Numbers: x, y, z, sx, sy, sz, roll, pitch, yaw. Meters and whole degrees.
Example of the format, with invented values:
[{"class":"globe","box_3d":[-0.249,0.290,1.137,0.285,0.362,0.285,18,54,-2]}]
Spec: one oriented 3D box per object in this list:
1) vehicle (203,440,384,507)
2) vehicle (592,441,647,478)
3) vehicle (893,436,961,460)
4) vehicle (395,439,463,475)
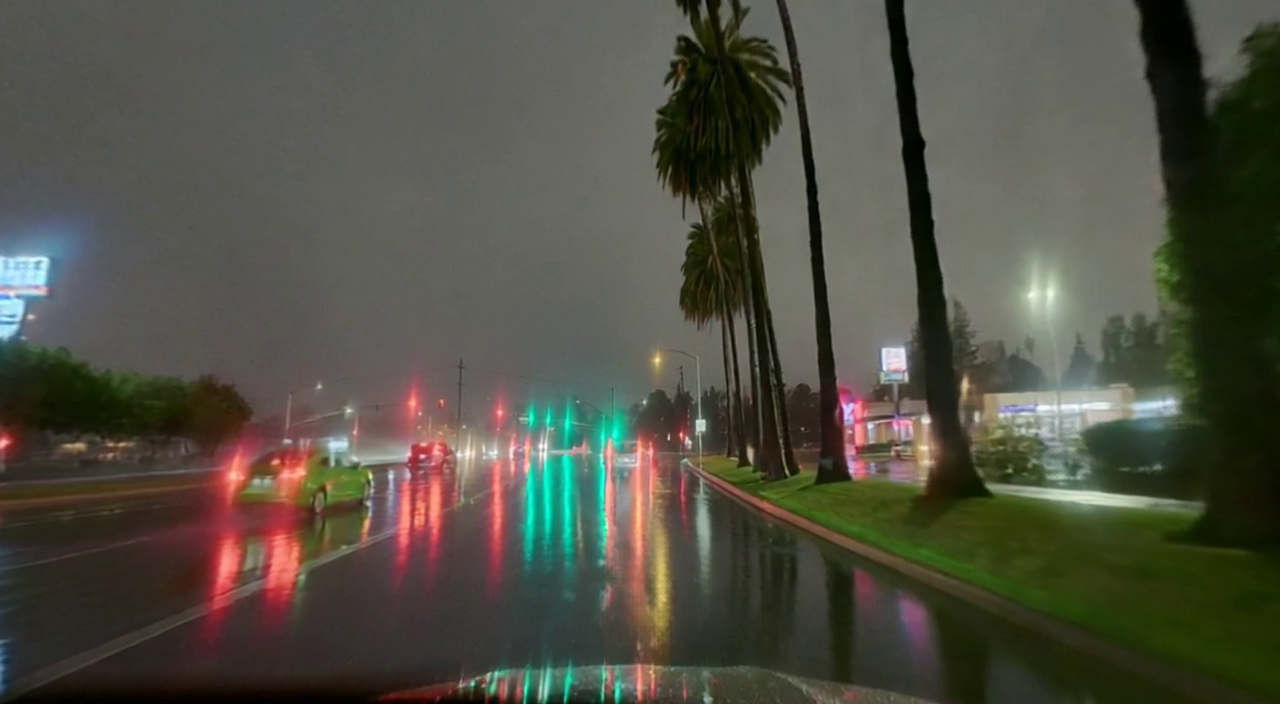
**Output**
[{"class":"vehicle","box_3d":[-8.548,3.022,16.177,1.958,1.455,4.504,0,-9,2]},{"class":"vehicle","box_3d":[-0.806,4.733,28.004,2.070,1.493,4.570,-1,-9,3]},{"class":"vehicle","box_3d":[19.097,6.472,42.285,1.882,1.463,4.550,1,-10,-8]},{"class":"vehicle","box_3d":[-10.767,5.394,32.700,2.108,1.669,5.076,1,-9,-4]}]
